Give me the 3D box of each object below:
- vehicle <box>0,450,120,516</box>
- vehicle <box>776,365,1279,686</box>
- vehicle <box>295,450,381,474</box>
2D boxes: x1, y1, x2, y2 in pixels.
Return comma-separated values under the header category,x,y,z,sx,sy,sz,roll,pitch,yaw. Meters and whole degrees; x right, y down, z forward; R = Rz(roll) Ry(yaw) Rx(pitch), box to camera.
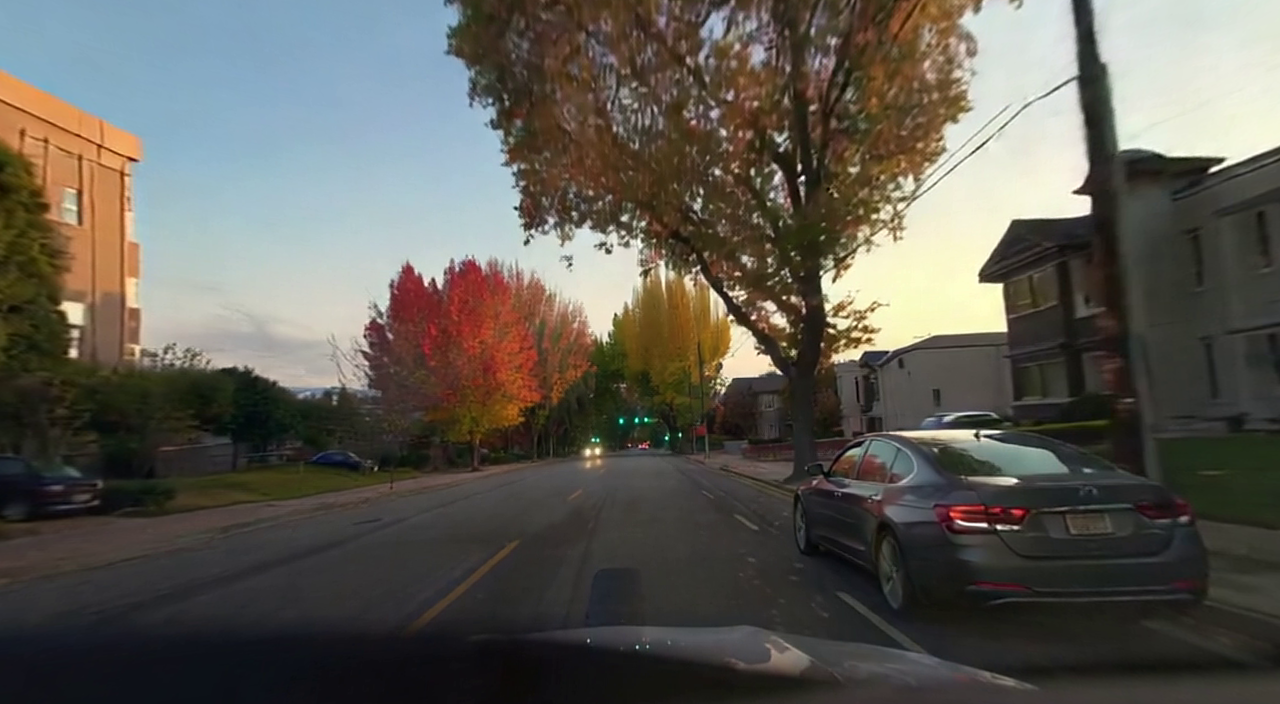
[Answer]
category,x,y,z,sx,sy,sz,roll,pitch,yaw
vehicle,-15.849,3.260,15.968,1.881,1.490,4.430,0,-8,-5
vehicle,3.026,1.327,6.077,2.224,1.791,4.834,0,-8,-1
vehicle,-19.616,7.145,41.212,4.610,1.463,1.841,0,-9,-7
